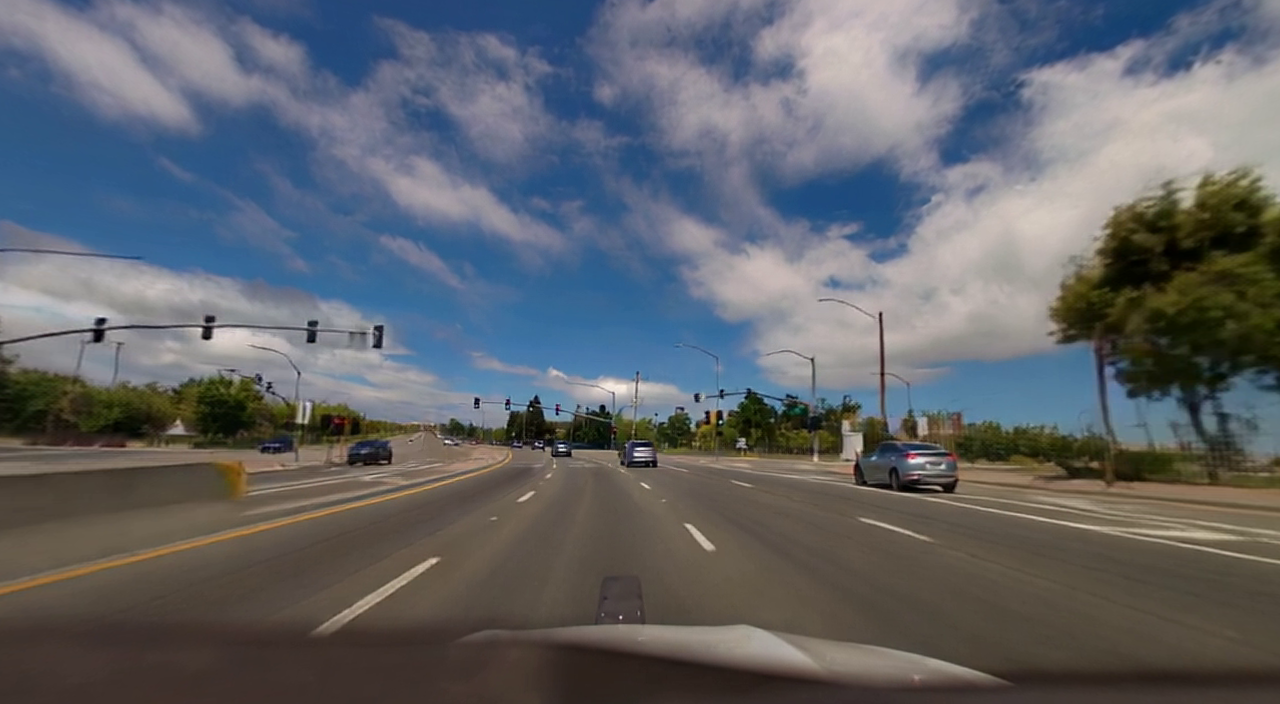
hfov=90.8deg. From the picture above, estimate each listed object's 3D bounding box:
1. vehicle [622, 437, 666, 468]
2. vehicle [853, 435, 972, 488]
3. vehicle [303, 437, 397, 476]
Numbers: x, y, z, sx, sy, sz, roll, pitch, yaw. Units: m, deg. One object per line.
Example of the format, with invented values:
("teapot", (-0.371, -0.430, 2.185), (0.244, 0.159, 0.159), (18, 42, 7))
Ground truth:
("vehicle", (0.167, 6.006, 38.022), (2.024, 1.724, 3.928), (1, -9, -8))
("vehicle", (9.865, 3.980, 23.395), (2.130, 1.741, 4.665), (0, -8, -3))
("vehicle", (-13.049, 4.724, 28.845), (2.399, 1.624, 4.585), (1, -8, -4))
